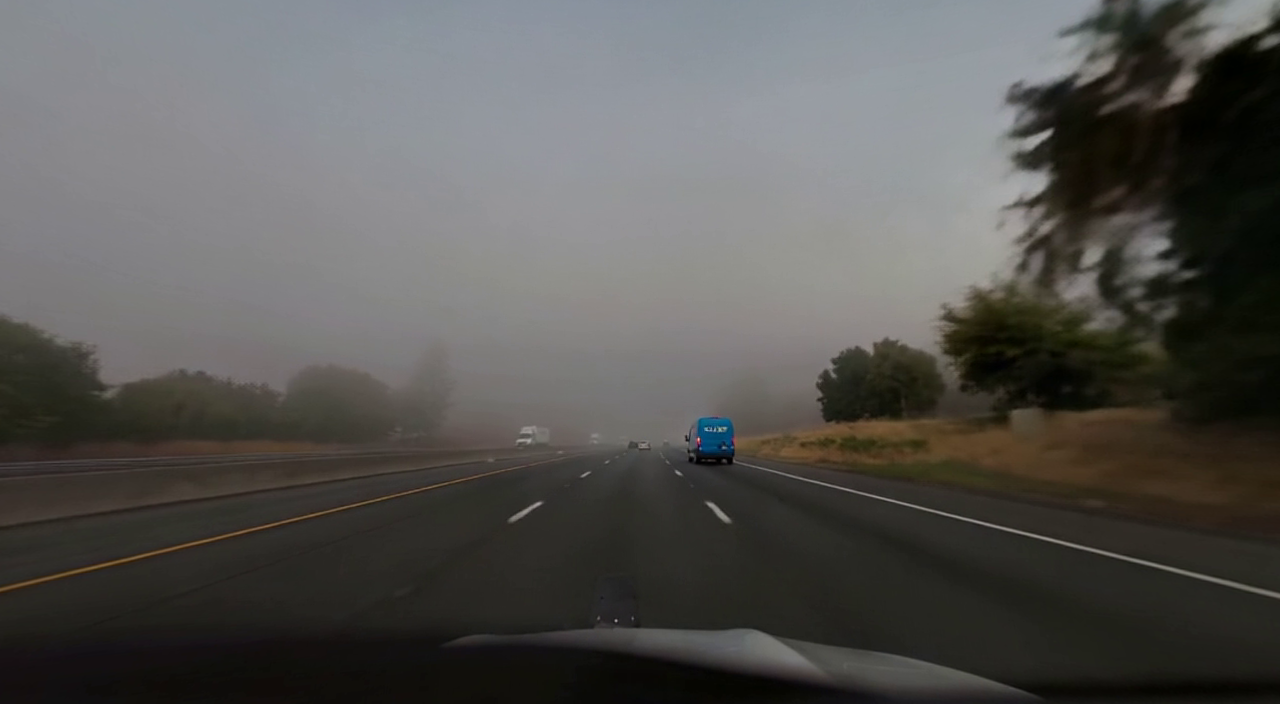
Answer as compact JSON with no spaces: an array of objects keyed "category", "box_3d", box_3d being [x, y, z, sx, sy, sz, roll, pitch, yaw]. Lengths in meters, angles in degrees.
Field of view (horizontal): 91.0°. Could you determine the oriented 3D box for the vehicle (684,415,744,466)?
[{"category":"vehicle","box_3d":[3.933,4.889,34.736,2.485,2.562,5.535,0,-8,-2]}]
